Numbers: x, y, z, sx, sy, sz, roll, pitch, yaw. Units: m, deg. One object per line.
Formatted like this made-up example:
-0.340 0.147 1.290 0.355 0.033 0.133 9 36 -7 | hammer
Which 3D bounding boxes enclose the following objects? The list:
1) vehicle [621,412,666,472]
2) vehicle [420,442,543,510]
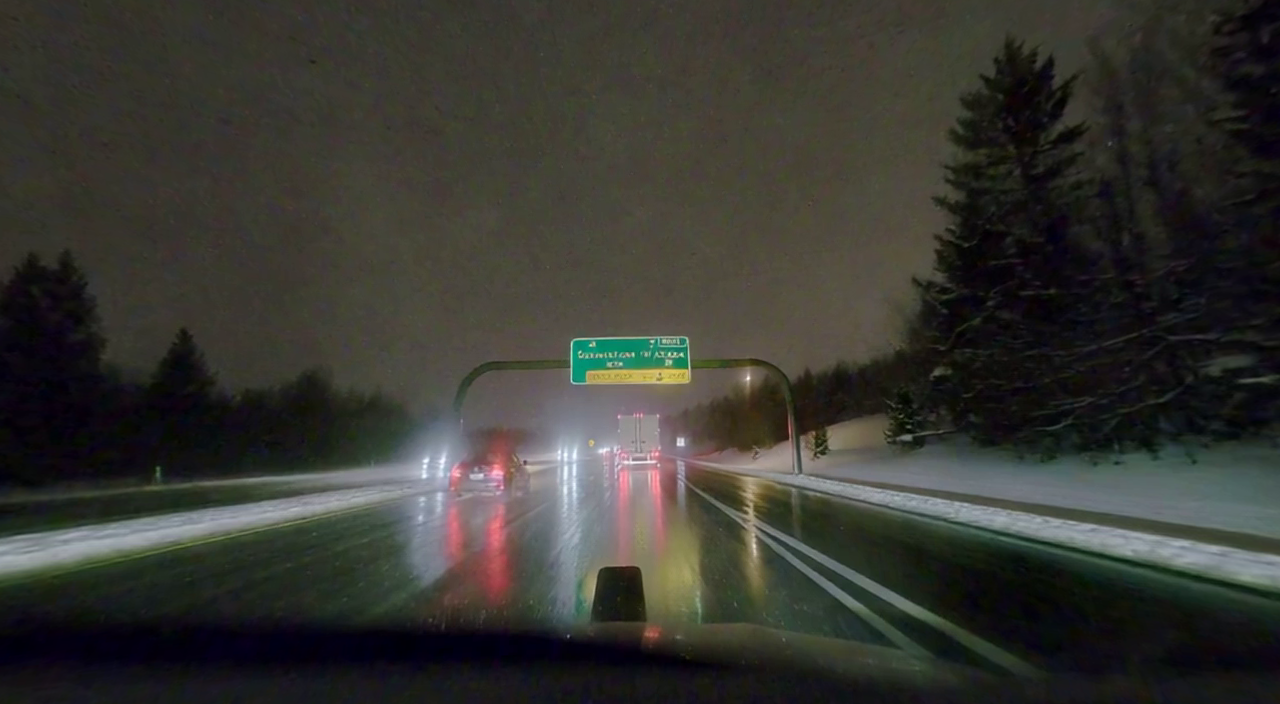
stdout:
0.123 6.467 45.117 2.864 3.805 9.500 0 -9 -1 | vehicle
-3.969 3.185 16.670 2.053 1.523 4.450 0 -9 0 | vehicle
